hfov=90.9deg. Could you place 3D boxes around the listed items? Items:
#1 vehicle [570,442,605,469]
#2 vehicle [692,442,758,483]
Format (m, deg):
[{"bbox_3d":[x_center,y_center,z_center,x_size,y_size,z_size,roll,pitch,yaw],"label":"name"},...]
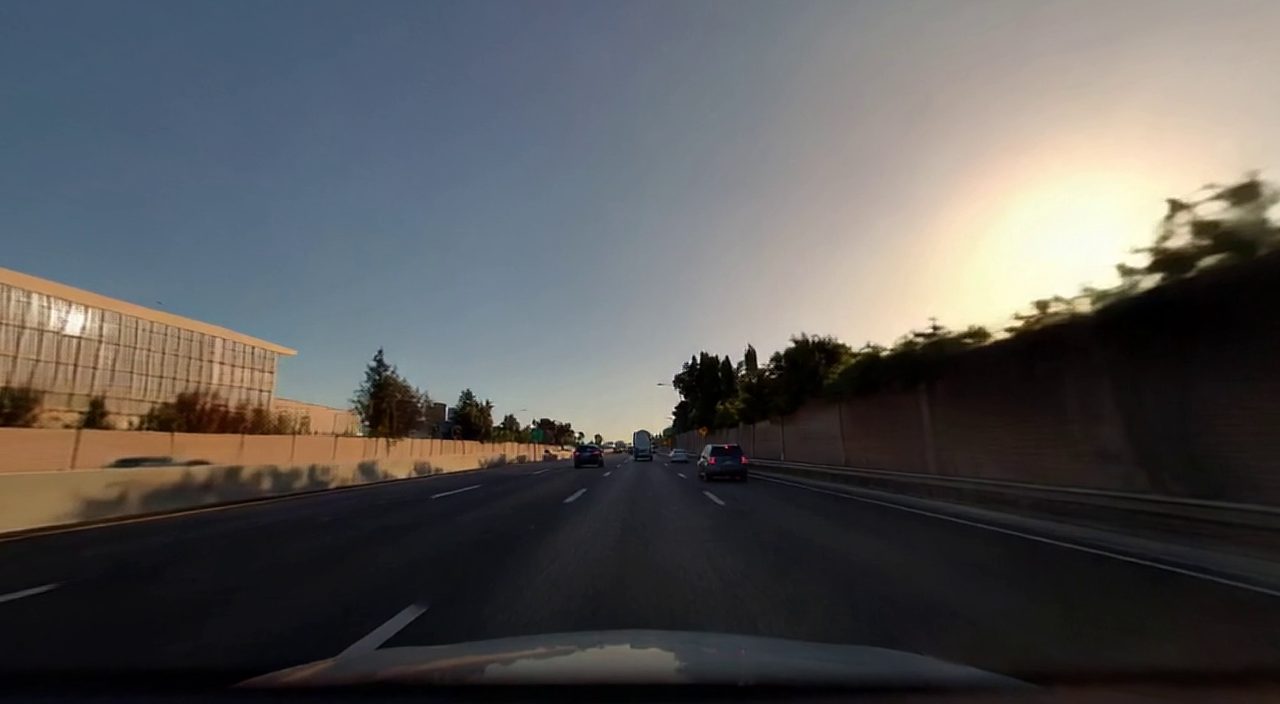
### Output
[{"bbox_3d":[-3.611,7.255,44.296,2.014,1.811,4.369,0,-9,1],"label":"vehicle"},{"bbox_3d":[3.428,4.563,26.238,1.973,1.536,4.337,0,-9,-2],"label":"vehicle"}]
